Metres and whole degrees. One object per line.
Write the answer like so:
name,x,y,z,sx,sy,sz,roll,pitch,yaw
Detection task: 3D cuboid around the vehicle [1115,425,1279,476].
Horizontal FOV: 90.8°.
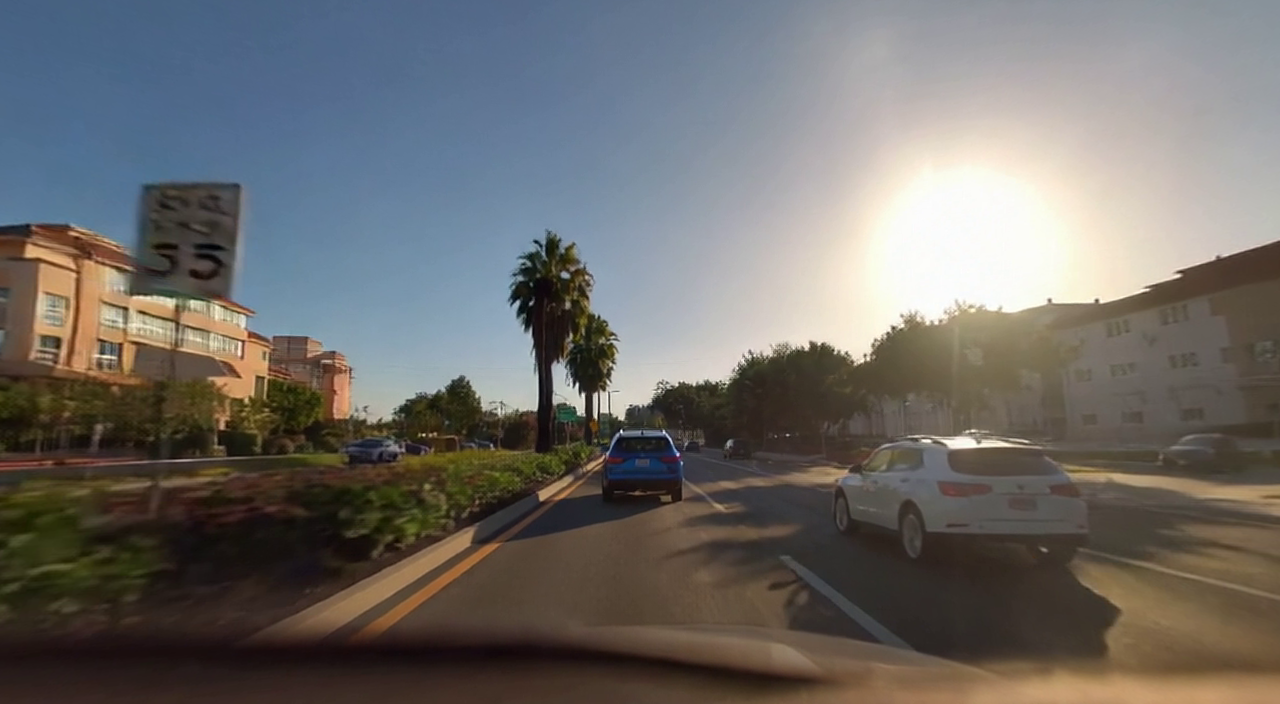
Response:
vehicle,19.399,3.390,21.807,4.392,1.628,1.982,0,-8,-3

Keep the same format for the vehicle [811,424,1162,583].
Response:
vehicle,3.883,1.759,8.273,1.941,1.472,4.570,0,-8,-1

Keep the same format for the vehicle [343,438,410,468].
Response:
vehicle,-17.573,6.754,42.416,2.127,1.883,5.167,0,-8,1

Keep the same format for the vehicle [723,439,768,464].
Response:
vehicle,6.648,6.314,40.292,1.930,1.457,4.267,0,-8,-2

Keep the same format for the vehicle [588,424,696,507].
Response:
vehicle,0.025,2.675,15.317,2.239,1.693,4.301,0,-8,0
